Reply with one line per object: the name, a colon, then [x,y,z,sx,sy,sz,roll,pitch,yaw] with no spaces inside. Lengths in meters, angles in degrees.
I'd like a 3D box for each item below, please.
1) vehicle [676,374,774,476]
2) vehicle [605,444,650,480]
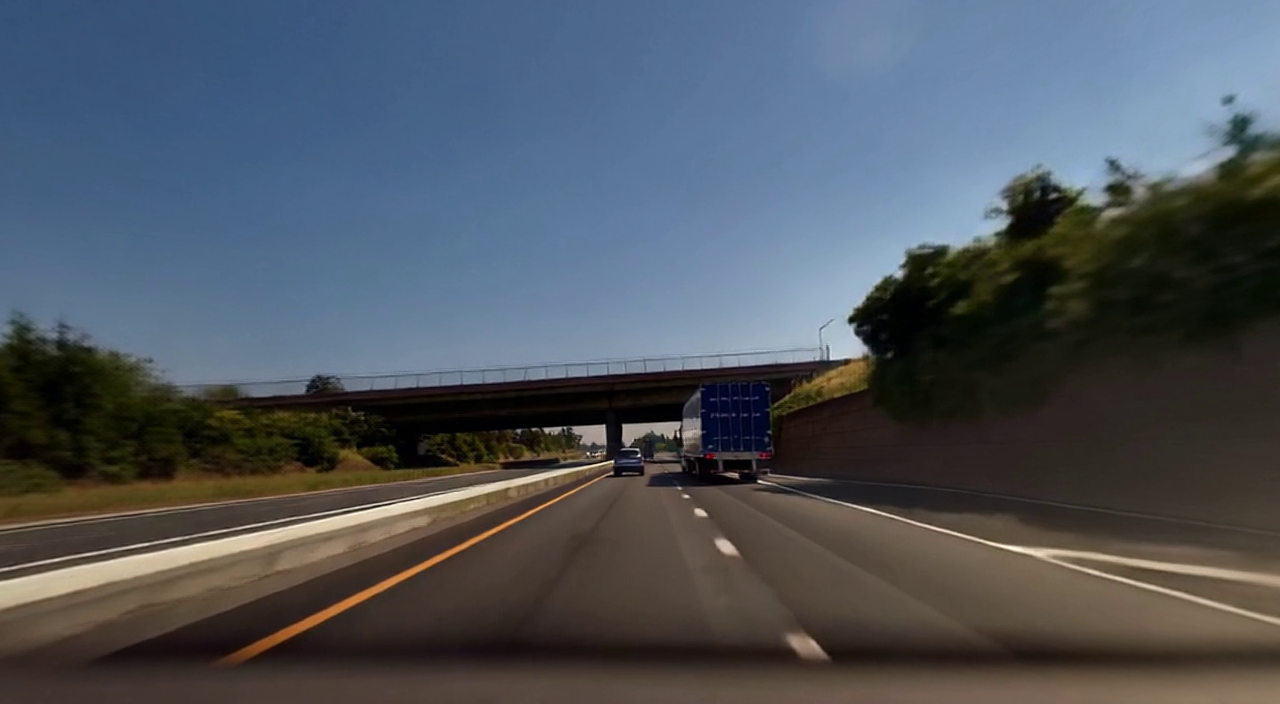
vehicle: [3.958,4.155,33.433,3.167,4.180,14.924,1,-9,0]
vehicle: [-0.572,5.585,32.092,2.160,1.691,4.243,0,-9,1]
